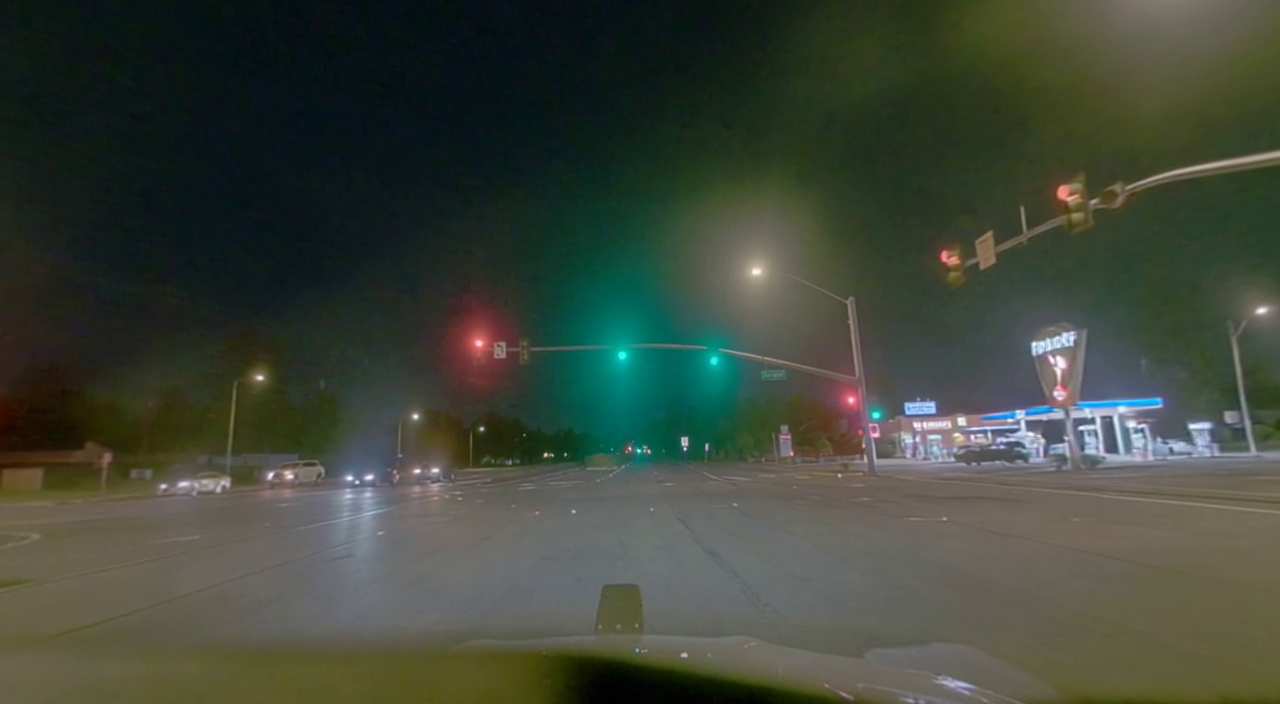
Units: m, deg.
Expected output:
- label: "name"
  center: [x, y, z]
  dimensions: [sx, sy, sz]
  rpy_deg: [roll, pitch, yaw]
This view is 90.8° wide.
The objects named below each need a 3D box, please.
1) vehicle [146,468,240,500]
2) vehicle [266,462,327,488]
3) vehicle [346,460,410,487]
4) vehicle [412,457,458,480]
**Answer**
- label: "vehicle"
  center: [-24.635, 7.249, 35.073]
  dimensions: [1.895, 1.483, 4.790]
  rpy_deg: [0, -9, -2]
- label: "vehicle"
  center: [-24.843, 8.909, 45.876]
  dimensions: [2.098, 1.684, 4.388]
  rpy_deg: [0, -9, -2]
- label: "vehicle"
  center: [-15.328, 7.119, 37.273]
  dimensions: [1.920, 1.434, 4.328]
  rpy_deg: [0, -9, 0]
- label: "vehicle"
  center: [-15.430, 8.753, 47.708]
  dimensions: [2.053, 1.598, 4.336]
  rpy_deg: [0, -9, -1]
